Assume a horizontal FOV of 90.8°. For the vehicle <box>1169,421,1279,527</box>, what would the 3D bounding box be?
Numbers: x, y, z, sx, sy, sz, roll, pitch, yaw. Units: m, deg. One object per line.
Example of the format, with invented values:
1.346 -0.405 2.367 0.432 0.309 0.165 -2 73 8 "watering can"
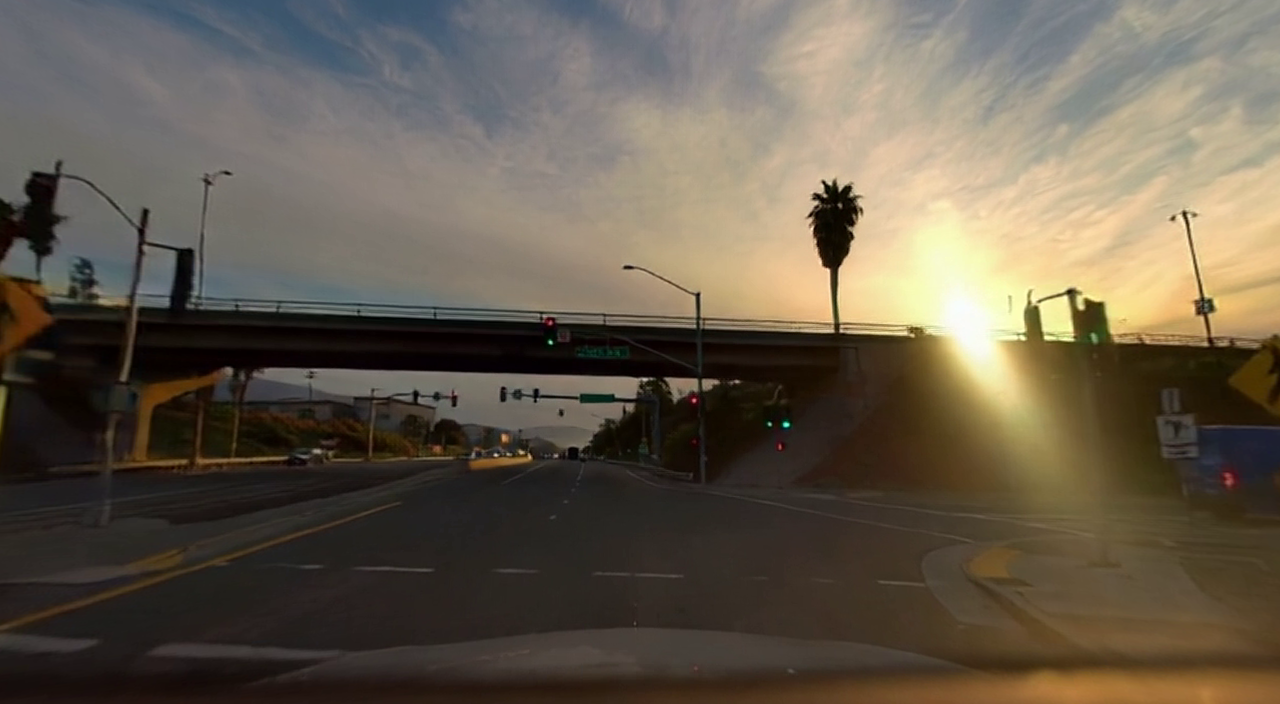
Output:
19.821 3.725 19.727 4.180 3.020 2.606 1 -9 -7 "vehicle"
